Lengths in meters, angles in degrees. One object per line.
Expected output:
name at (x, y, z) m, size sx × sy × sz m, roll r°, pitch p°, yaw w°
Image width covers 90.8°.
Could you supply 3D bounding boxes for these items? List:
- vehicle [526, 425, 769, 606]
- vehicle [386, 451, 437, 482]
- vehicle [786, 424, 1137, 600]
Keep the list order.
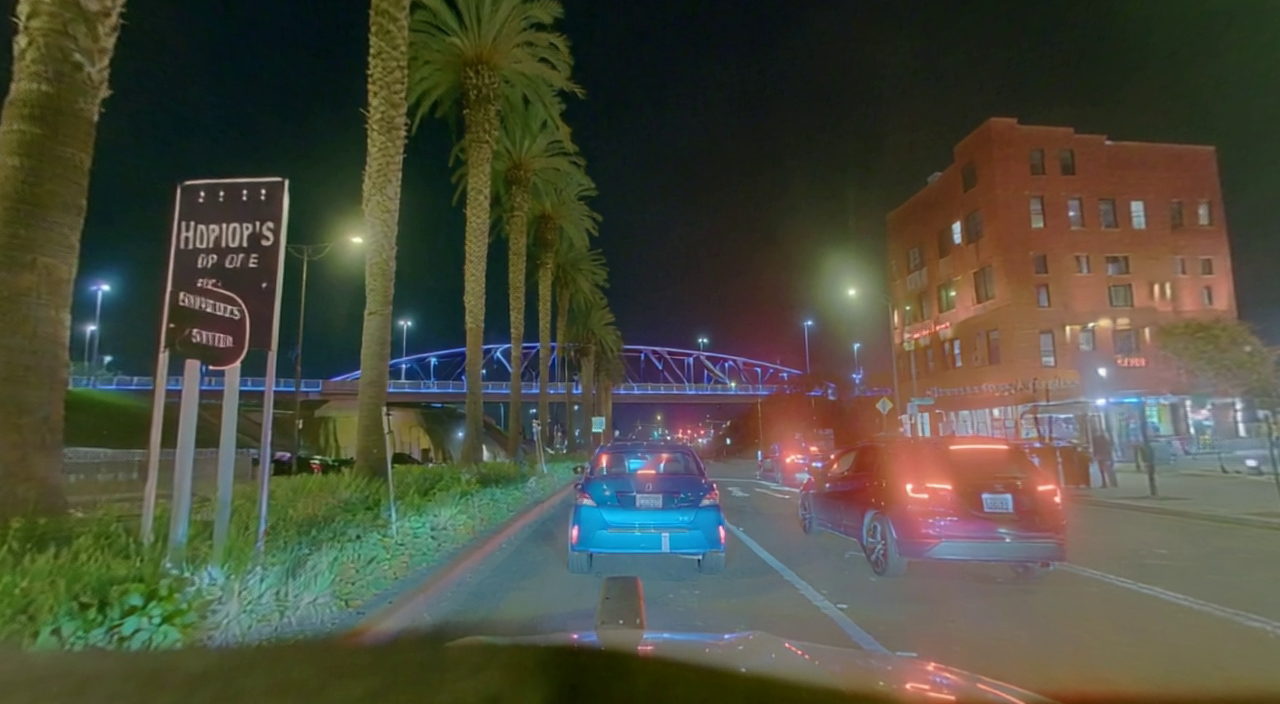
vehicle at (0.061, 1.666, 7.248) m, size 2.048 × 1.503 × 3.681 m, roll 0°, pitch -9°, yaw 0°
vehicle at (-14.949, 7.479, 41.646) m, size 2.104 × 1.802 × 4.852 m, roll 1°, pitch -8°, yaw -7°
vehicle at (3.289, 1.712, 7.711) m, size 1.920 × 1.490 × 4.417 m, roll 0°, pitch -9°, yaw -1°
